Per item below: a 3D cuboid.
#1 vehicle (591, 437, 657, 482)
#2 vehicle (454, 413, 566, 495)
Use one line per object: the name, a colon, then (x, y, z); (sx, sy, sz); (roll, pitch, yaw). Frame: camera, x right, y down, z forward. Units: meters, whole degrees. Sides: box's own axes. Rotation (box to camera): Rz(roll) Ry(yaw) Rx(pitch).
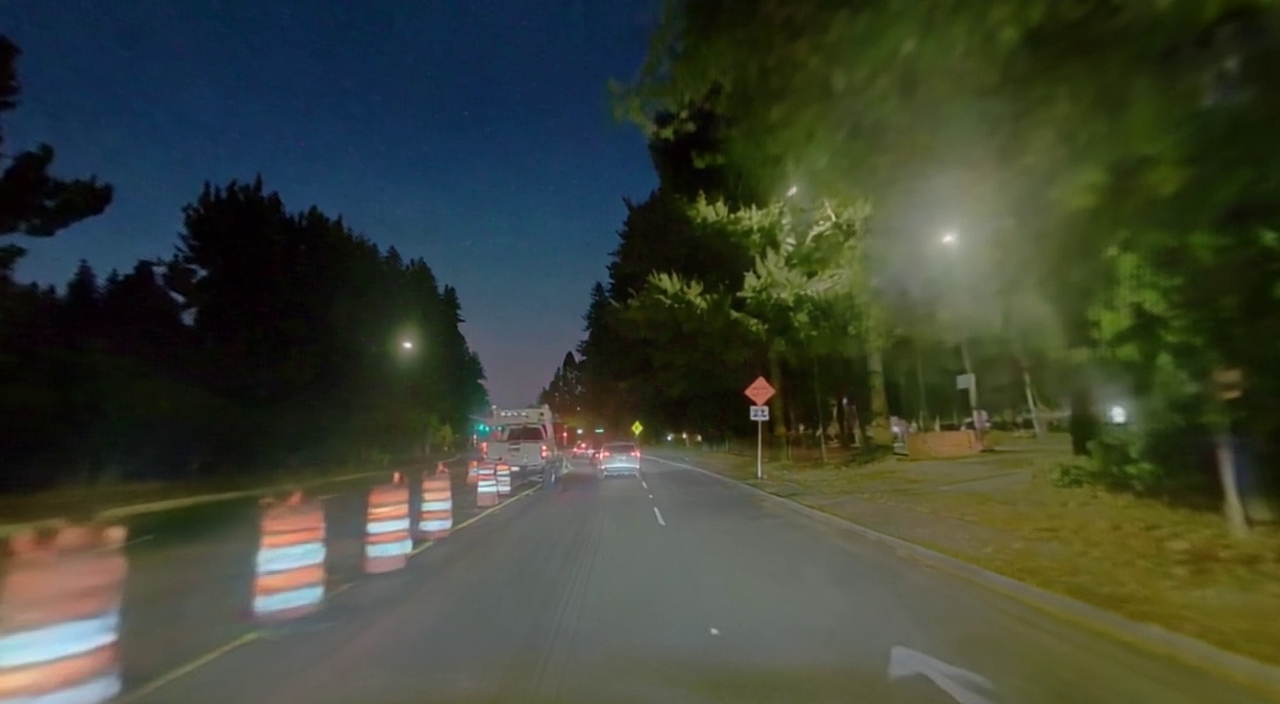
vehicle: (-0.634, 3.901, 23.250); (2.186, 1.463, 4.356); (0, -8, -3)
vehicle: (-3.657, 3.054, 19.173); (2.671, 2.053, 6.074); (1, -8, -6)
